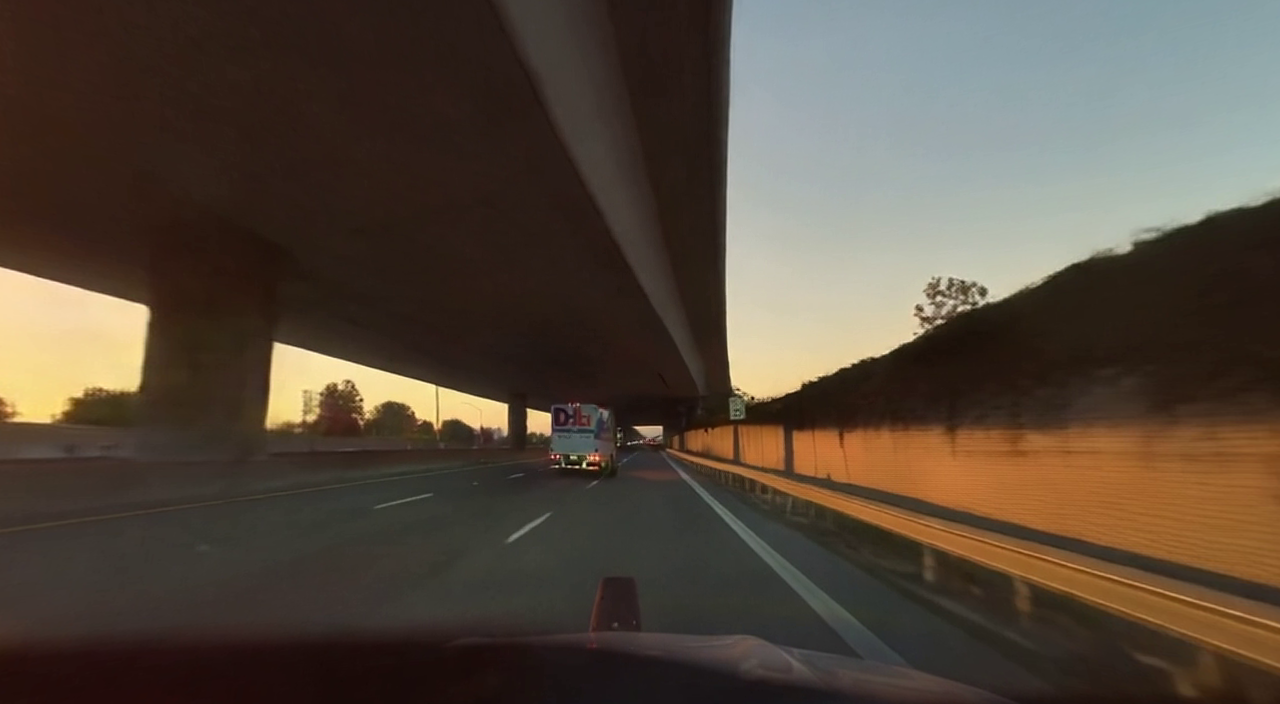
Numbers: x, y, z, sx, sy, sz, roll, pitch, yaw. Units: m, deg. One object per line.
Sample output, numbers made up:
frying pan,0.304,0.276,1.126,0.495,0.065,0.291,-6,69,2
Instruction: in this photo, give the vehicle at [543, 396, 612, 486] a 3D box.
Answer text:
vehicle,-3.107,4.734,33.864,2.796,4.184,8.554,1,-8,0
